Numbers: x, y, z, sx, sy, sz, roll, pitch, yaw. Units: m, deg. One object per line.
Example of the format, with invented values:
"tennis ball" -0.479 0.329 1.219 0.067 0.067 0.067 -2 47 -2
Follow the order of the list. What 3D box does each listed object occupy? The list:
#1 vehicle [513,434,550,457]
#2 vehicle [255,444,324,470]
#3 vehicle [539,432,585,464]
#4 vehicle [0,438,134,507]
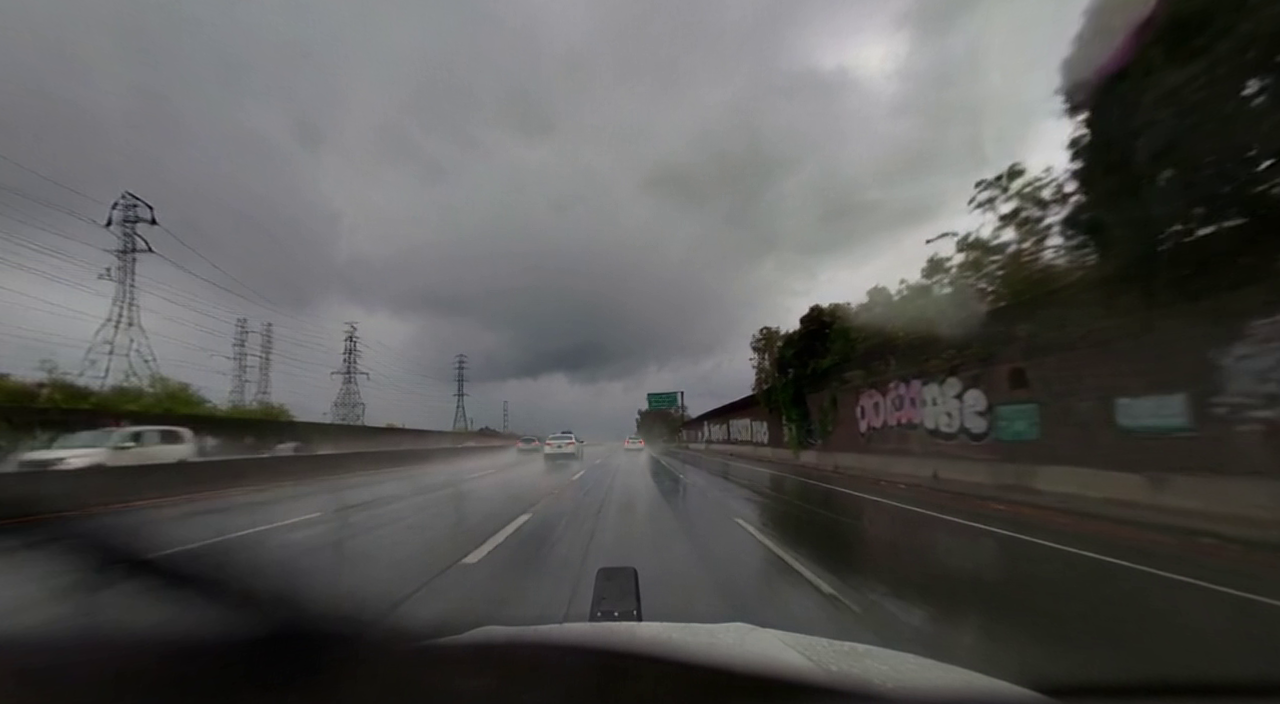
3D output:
"vehicle" -8.157 7.059 47.590 2.033 1.615 4.168 0 -8 0
"vehicle" -21.161 6.322 38.256 1.787 1.436 4.133 0 -8 0
"vehicle" -4.301 5.343 35.274 2.118 1.640 4.031 0 -8 0
"vehicle" -15.624 2.994 16.137 1.929 1.531 4.100 0 -8 -1
